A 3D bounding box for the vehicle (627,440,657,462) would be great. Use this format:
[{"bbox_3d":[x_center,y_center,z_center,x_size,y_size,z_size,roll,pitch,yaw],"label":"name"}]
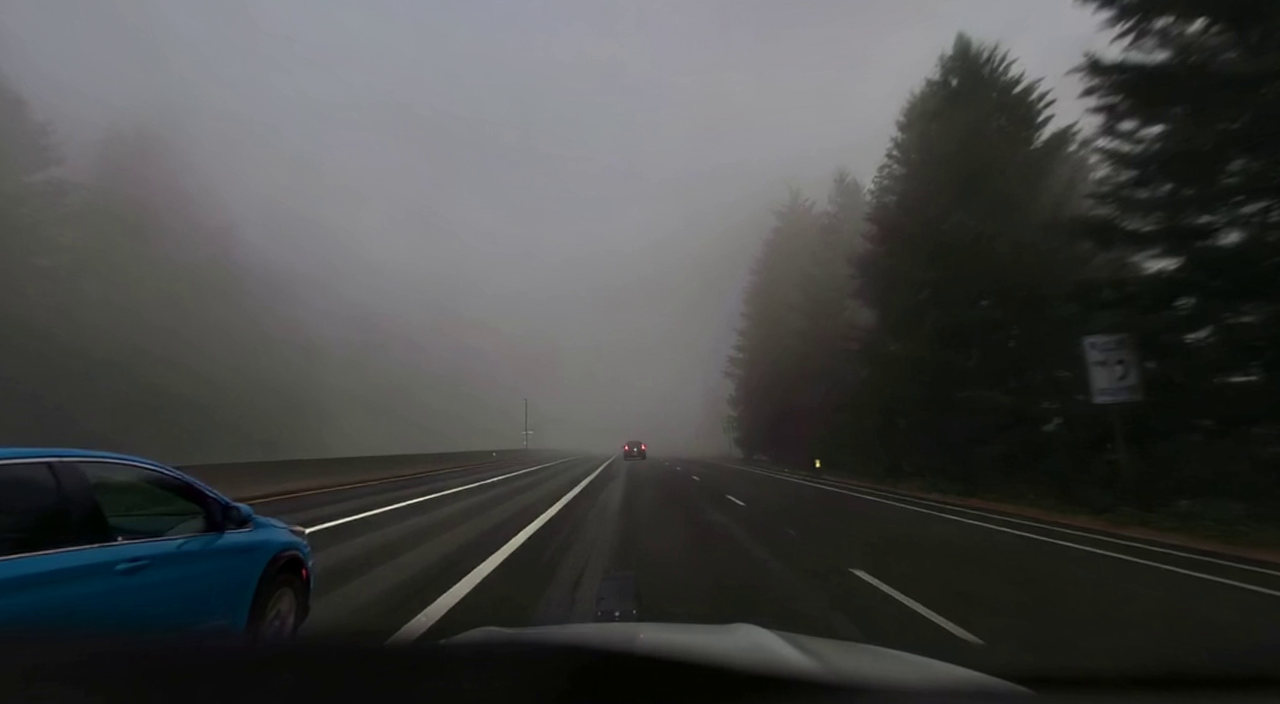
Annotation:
[{"bbox_3d":[0.114,7.005,44.725,2.028,1.440,3.690,0,-8,-1],"label":"vehicle"}]
